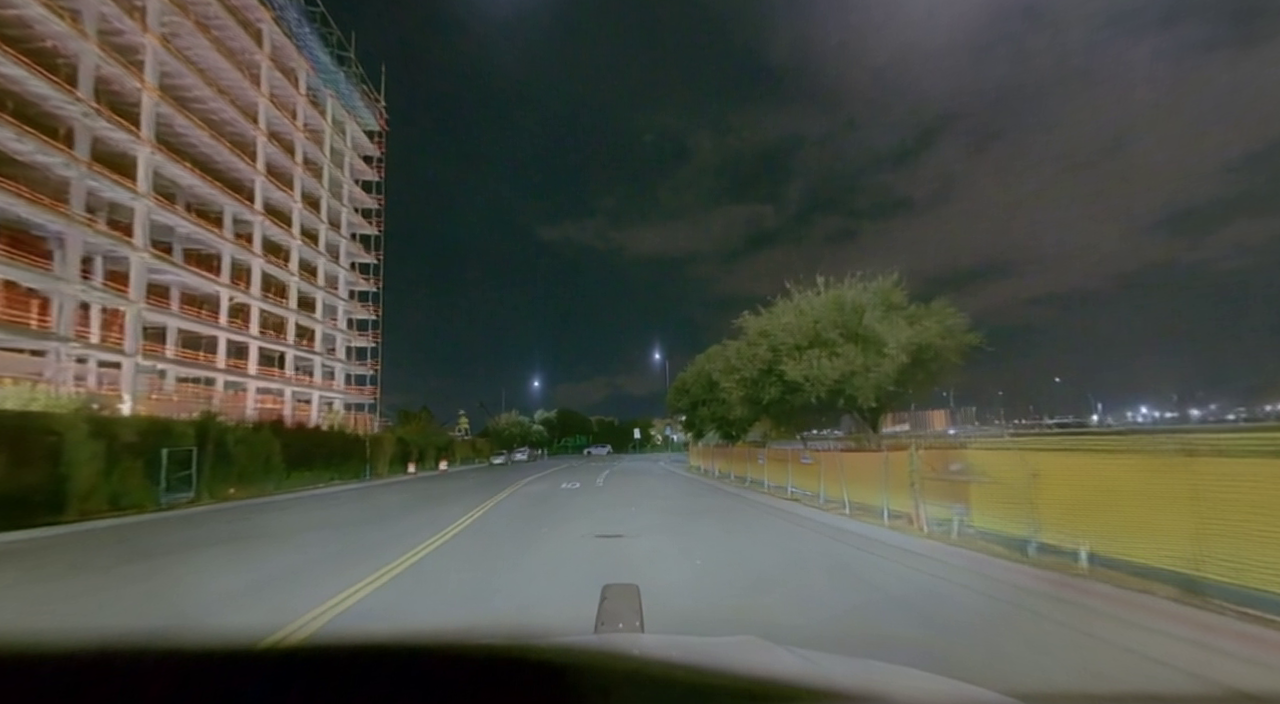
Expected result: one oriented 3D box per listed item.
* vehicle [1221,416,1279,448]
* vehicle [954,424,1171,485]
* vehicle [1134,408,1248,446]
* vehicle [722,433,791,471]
[{"bbox_3d":[32.683,4.094,32.469,1.827,1.478,3.773,0,-5,-7],"label":"vehicle"},{"bbox_3d":[11.014,2.708,16.682,4.392,1.478,1.932,1,-9,-4],"label":"vehicle"},{"bbox_3d":[29.815,4.141,34.372,1.923,1.823,4.343,-1,-9,-6],"label":"vehicle"},{"bbox_3d":[6.285,5.487,34.936,2.267,1.911,5.816,1,-8,-4],"label":"vehicle"}]
